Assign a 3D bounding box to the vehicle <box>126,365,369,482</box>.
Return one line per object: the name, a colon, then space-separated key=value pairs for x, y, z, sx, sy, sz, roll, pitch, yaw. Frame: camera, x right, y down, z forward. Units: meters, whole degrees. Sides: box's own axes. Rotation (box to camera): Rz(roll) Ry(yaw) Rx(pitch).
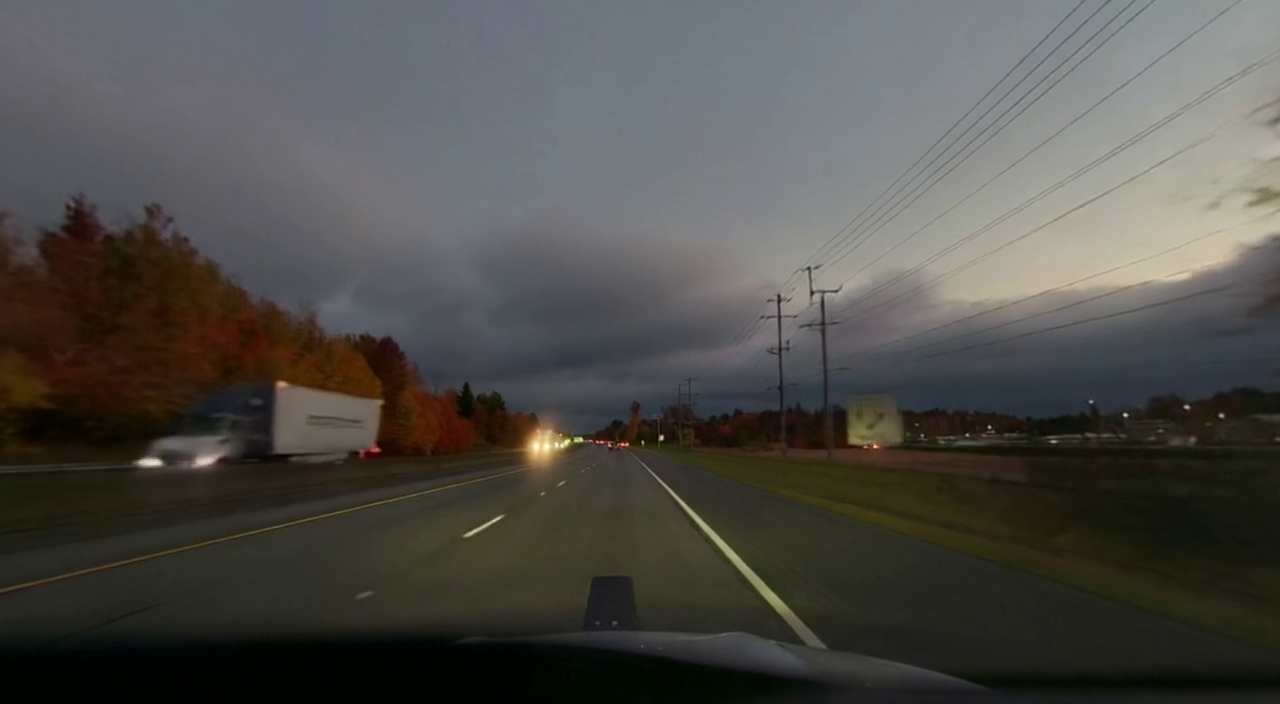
vehicle: x=-15.866 y=3.314 z=27.241 sx=3.006 sy=3.924 sz=11.966 roll=0 pitch=-9 yaw=-1
